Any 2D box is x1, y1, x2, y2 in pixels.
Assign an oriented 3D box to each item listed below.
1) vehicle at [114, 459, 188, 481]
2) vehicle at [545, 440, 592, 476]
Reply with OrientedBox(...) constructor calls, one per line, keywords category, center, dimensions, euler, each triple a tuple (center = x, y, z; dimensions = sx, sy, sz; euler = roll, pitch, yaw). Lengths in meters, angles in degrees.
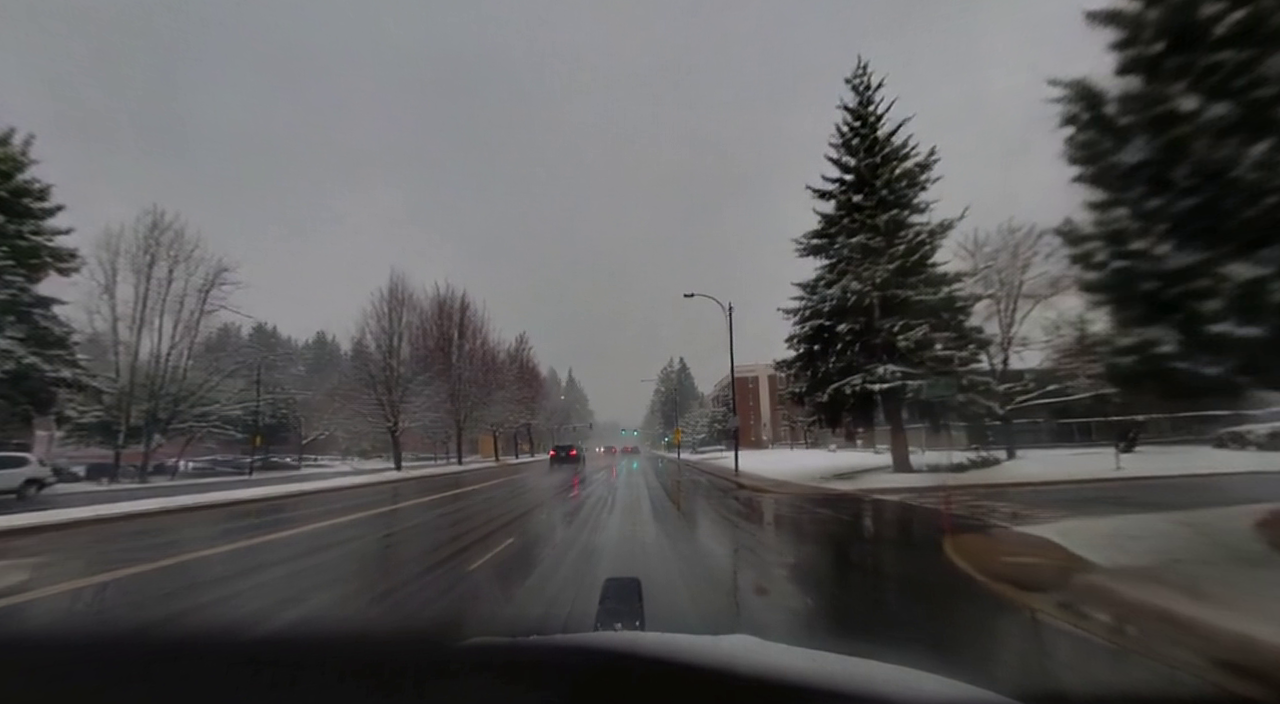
OrientedBox(category="vehicle", center=(-36.937, 8.901, 47.765), dimensions=(3.950, 1.513, 1.797), euler=(-1, -9, -5))
OrientedBox(category="vehicle", center=(-3.715, 5.582, 33.511), dimensions=(1.959, 1.741, 4.141), euler=(0, -9, 1))
